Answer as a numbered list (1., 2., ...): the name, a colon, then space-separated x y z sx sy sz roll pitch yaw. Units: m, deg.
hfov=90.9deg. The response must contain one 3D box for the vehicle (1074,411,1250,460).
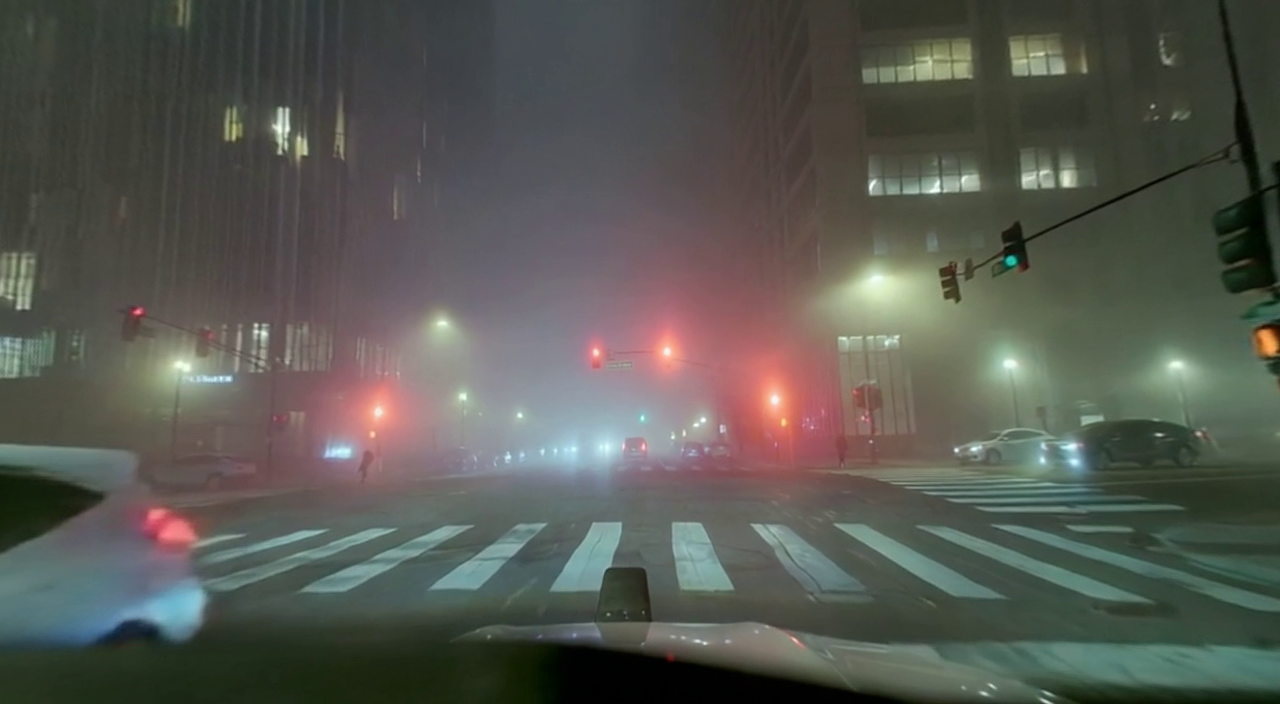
1. vehicle: 20.113 3.243 24.483 4.827 1.817 2.190 0 -8 0

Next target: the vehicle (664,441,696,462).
1. vehicle: 2.719 6.873 43.802 1.919 1.371 3.583 0 -8 -1

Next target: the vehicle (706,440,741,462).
1. vehicle: 5.996 7.145 45.683 1.882 1.479 4.652 0 -8 0

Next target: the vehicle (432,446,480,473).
1. vehicle: -12.664 7.388 43.537 2.118 1.644 4.188 0 -8 -1

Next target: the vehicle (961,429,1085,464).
1. vehicle: 17.095 4.244 28.286 4.293 1.495 1.935 0 -8 -1

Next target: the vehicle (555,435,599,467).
1. vehicle: -3.846 6.144 39.246 2.176 1.804 4.740 -3 -8 0

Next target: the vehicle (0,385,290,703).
1. vehicle: -3.011 0.736 1.111 2.014 1.480 4.780 0 -8 1
